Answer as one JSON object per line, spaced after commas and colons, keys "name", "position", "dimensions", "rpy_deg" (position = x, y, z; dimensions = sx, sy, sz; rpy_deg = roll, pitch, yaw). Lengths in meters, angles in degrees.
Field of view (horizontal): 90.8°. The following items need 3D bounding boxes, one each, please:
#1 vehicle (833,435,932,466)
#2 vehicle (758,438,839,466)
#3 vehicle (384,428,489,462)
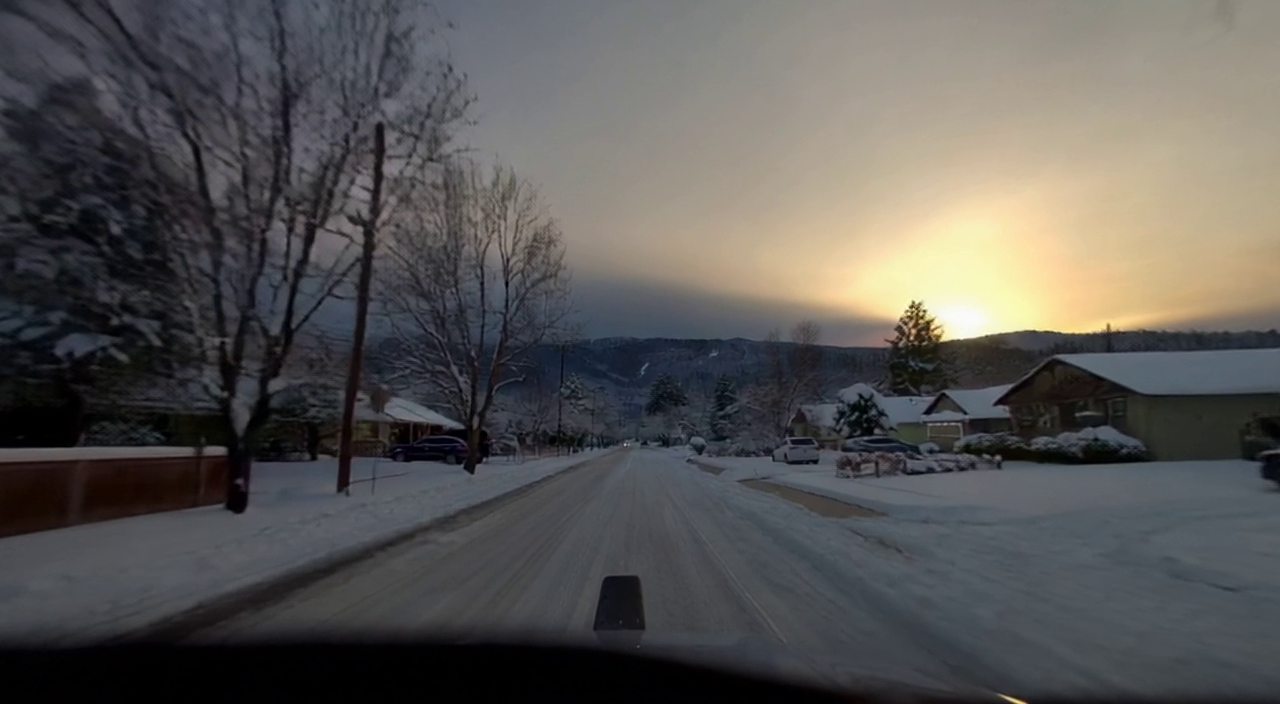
{"name": "vehicle", "position": [15.451, 6.283, 40.463], "dimensions": [5.395, 1.917, 2.153], "rpy_deg": [0, -9, -1]}
{"name": "vehicle", "position": [9.965, 6.359, 40.076], "dimensions": [4.582, 1.719, 1.947], "rpy_deg": [0, -8, 0]}
{"name": "vehicle", "position": [-12.347, 5.722, 38.668], "dimensions": [5.618, 1.997, 2.201], "rpy_deg": [0, -9, -1]}
